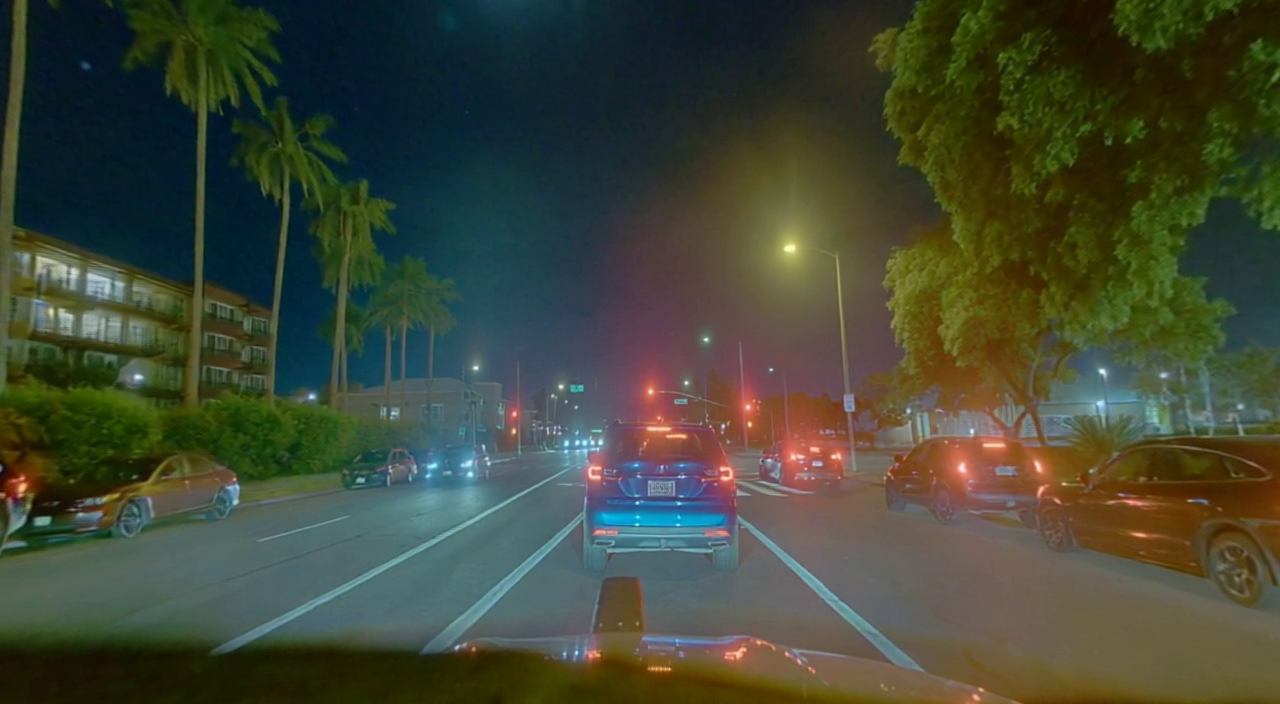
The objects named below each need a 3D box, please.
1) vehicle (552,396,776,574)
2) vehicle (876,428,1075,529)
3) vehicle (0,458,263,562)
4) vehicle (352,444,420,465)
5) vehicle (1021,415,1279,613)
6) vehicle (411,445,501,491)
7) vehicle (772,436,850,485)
[{"bbox_3d":[0.258,1.667,8.636,2.264,1.798,4.258,0,-8,1],"label":"vehicle"},{"bbox_3d":[6.663,2.529,13.235,1.930,1.736,4.329,-1,-8,3],"label":"vehicle"},{"bbox_3d":[-9.583,2.817,11.941,2.054,1.467,4.595,-3,-9,1],"label":"vehicle"},{"bbox_3d":[-18.732,7.550,46.663,1.759,1.457,4.297,-7,-11,37],"label":"vehicle"},{"bbox_3d":[6.435,1.602,6.921,1.935,1.672,4.139,0,-8,1],"label":"vehicle"},{"bbox_3d":[-6.585,4.158,23.159,1.928,1.475,4.645,0,-8,0],"label":"vehicle"},{"bbox_3d":[6.547,4.174,24.612,1.948,1.729,4.023,0,-8,1],"label":"vehicle"}]
